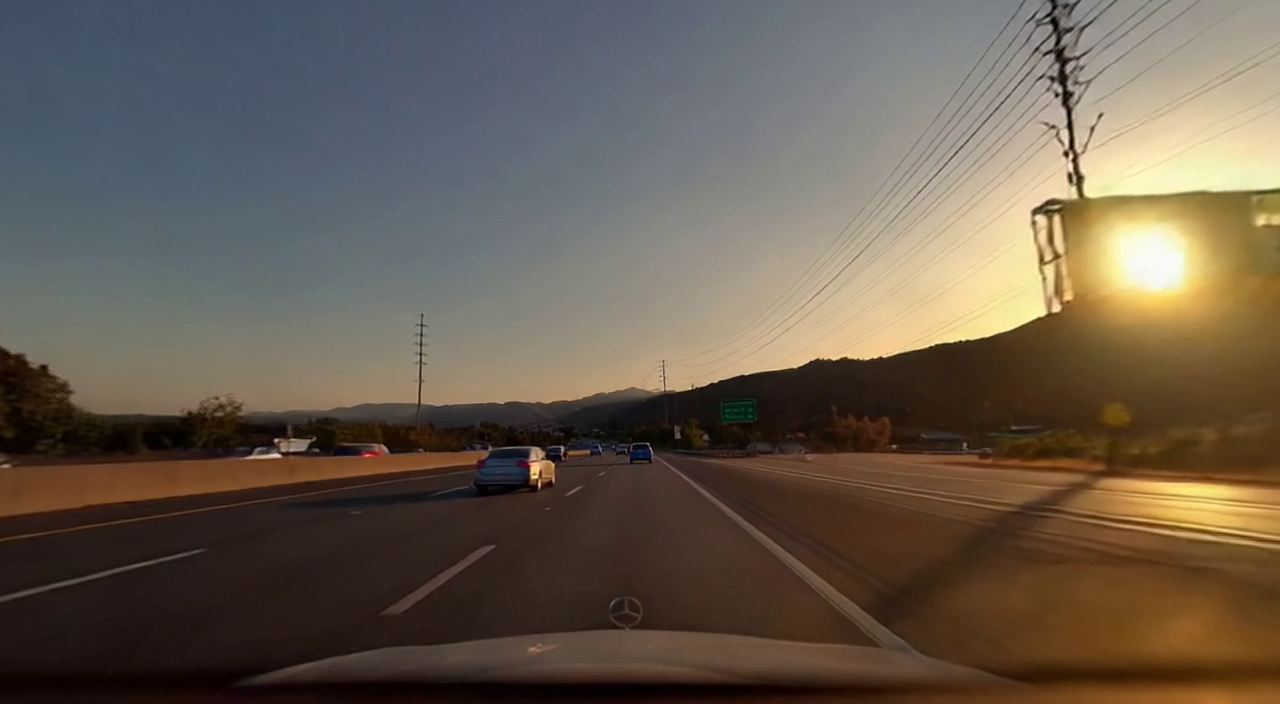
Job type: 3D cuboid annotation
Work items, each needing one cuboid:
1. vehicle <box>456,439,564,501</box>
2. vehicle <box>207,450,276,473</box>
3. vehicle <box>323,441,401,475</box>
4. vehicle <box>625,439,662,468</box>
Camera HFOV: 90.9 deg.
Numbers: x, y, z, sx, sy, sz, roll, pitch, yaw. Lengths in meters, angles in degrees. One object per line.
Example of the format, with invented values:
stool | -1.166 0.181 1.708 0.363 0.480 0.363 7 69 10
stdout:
vehicle | -3.525 3.280 18.083 1.967 1.517 4.808 0 -8 1
vehicle | -27.705 7.608 44.018 1.943 1.434 4.407 0 -8 1
vehicle | -14.394 5.481 32.929 2.047 1.608 4.257 0 -8 1
vehicle | 0.200 6.480 40.394 2.194 1.737 4.127 0 -8 0
